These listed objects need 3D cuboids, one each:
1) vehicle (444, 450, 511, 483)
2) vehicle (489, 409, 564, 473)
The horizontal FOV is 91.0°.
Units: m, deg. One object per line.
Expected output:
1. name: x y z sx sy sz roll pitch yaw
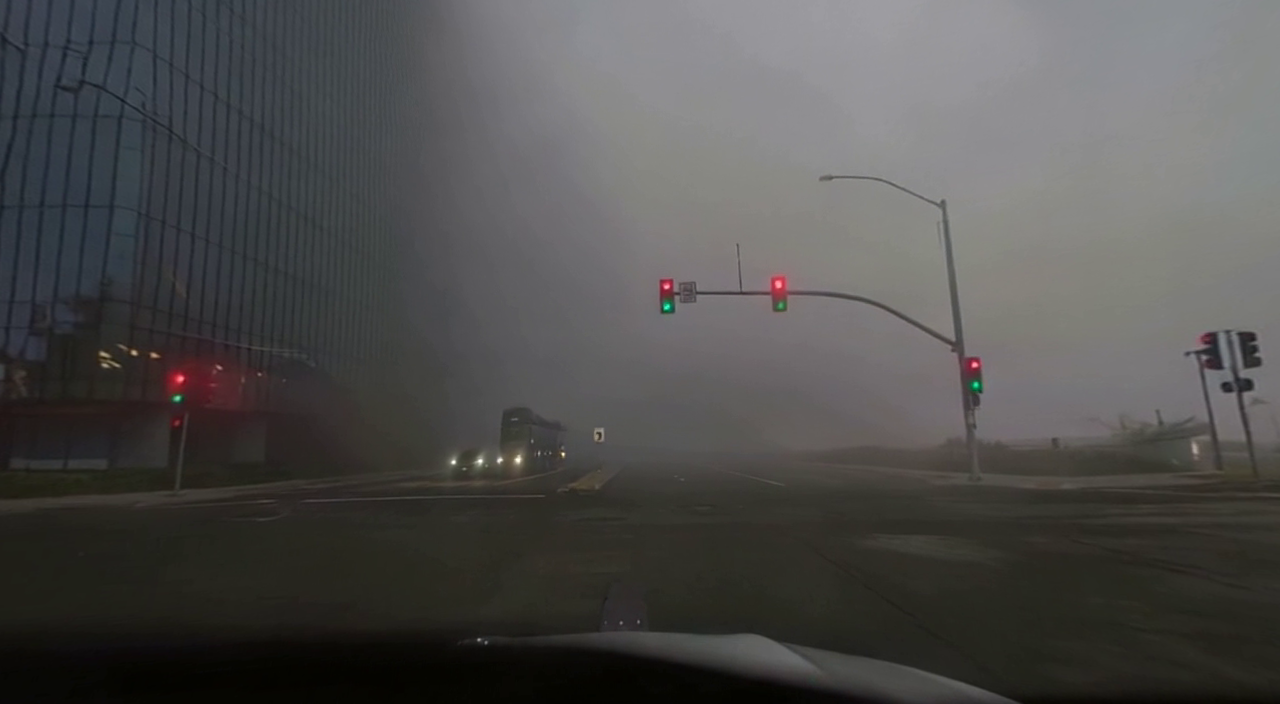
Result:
1. vehicle: -8.146 5.749 31.977 2.113 1.535 4.504 0 -9 1
2. vehicle: -7.520 6.238 43.688 3.109 3.888 11.000 0 -9 0
